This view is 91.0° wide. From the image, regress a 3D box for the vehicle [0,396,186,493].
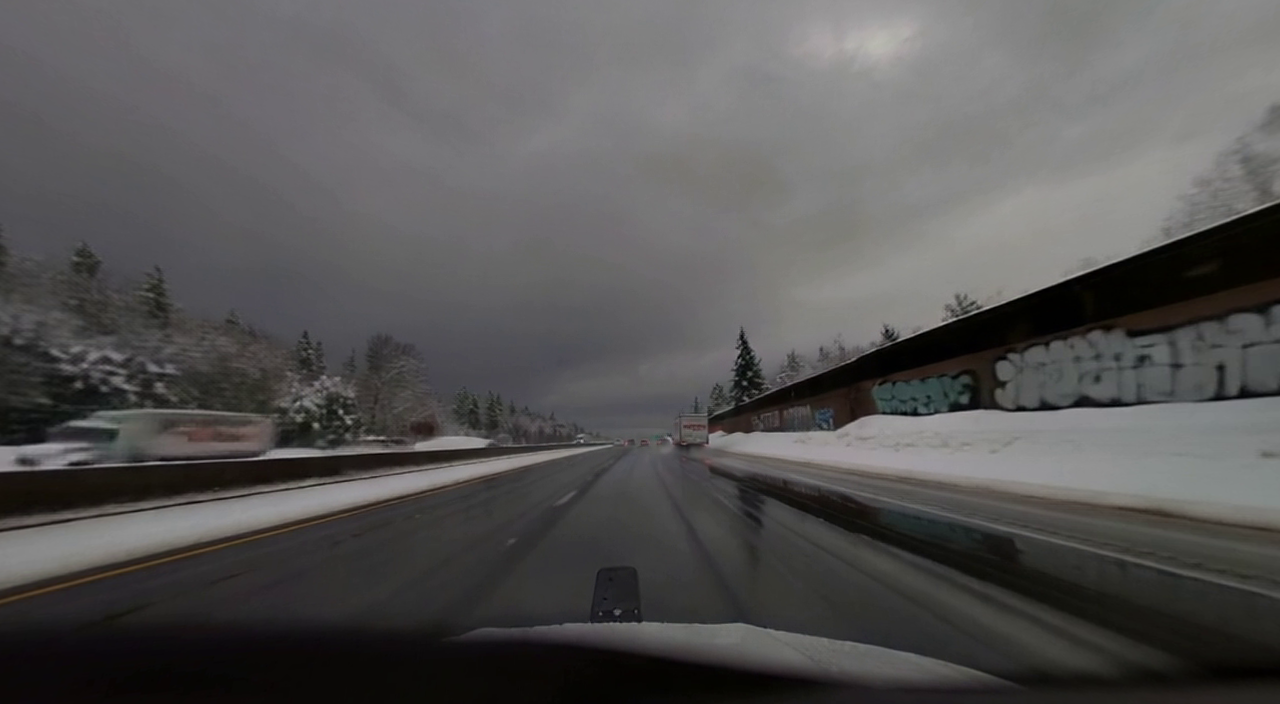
[{"bbox_3d":[-21.175,3.517,24.160,2.866,3.196,6.122,0,-8,0],"label":"vehicle"}]
